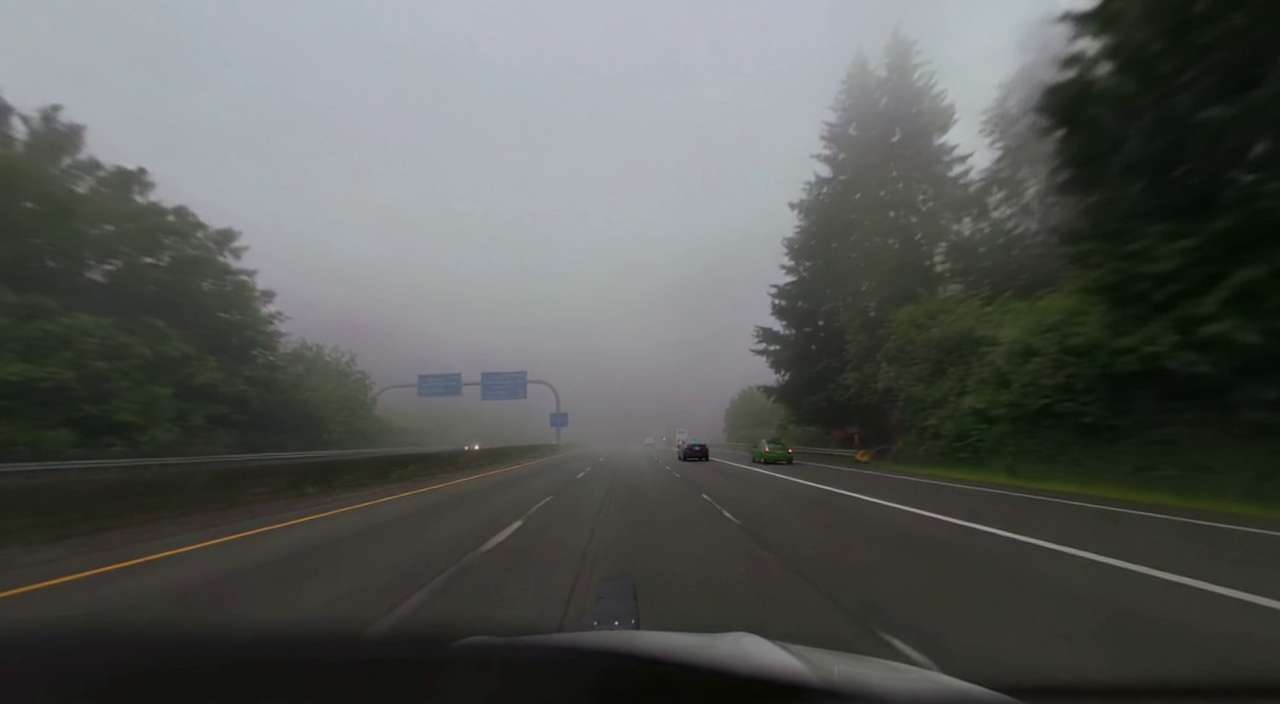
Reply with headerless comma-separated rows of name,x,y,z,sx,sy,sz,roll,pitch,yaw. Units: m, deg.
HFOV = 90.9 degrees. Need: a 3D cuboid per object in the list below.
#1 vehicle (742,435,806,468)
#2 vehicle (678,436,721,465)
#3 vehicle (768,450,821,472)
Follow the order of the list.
vehicle,6.613,4.920,31.624,2.003,1.522,4.940,0,-8,-2
vehicle,3.140,5.250,33.972,1.819,1.468,3.770,0,-8,-2
vehicle,6.751,4.766,27.729,1.535,0.862,2.814,0,-8,-2
